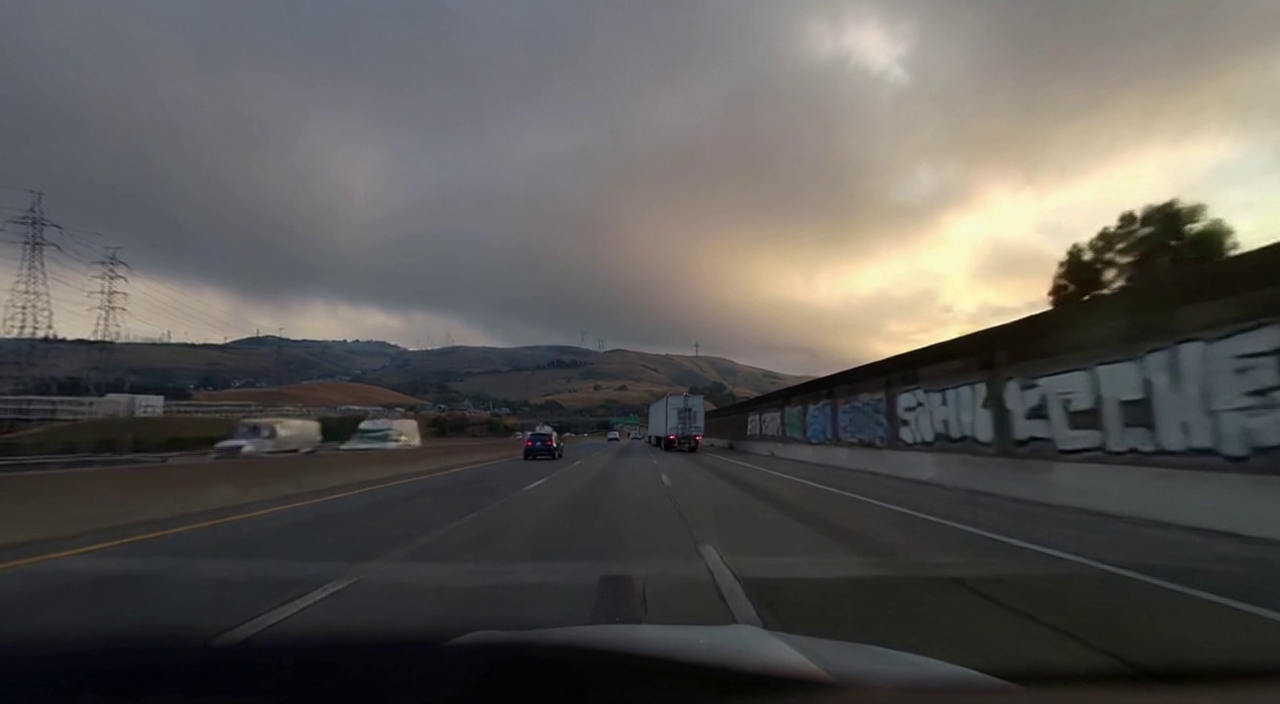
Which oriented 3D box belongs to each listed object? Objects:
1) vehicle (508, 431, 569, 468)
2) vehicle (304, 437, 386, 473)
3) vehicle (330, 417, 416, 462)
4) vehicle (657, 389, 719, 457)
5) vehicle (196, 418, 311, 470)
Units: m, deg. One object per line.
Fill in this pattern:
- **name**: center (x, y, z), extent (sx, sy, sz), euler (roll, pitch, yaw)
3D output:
- **vehicle**: center (-4.389, 4.282, 27.942), extent (1.965, 1.486, 4.448), euler (0, -8, 0)
- **vehicle**: center (-11.941, 4.162, 25.723), extent (1.683, 1.377, 3.452), euler (0, -8, -1)
- **vehicle**: center (-15.887, 5.289, 38.076), extent (2.230, 2.477, 6.722), euler (0, -8, 0)
- **vehicle**: center (2.887, 4.800, 41.442), extent (3.060, 3.842, 11.095), euler (0, -8, -1)
- **vehicle**: center (-19.904, 4.770, 32.885), extent (2.198, 2.430, 5.819), euler (0, -8, 0)
